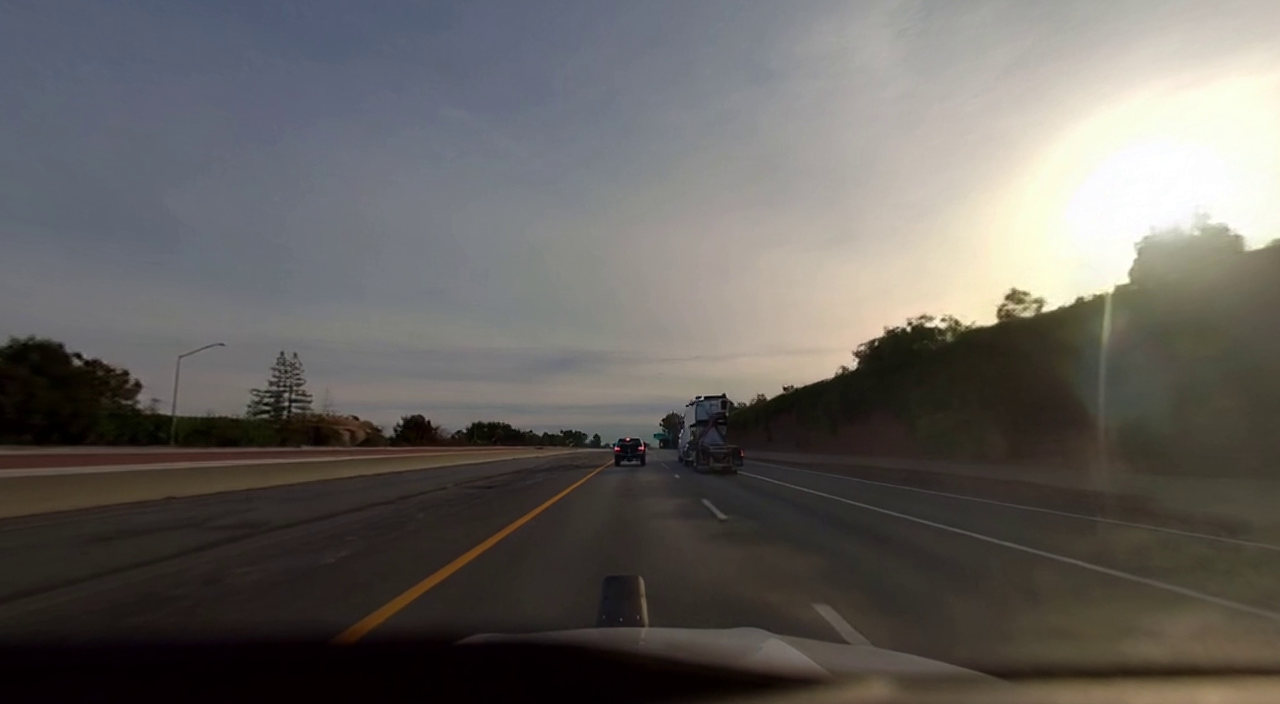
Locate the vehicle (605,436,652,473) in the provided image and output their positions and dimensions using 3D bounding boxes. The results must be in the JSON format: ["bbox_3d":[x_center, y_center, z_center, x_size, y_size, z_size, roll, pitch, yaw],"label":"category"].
[{"bbox_3d":[-0.476,5.054,31.102,2.142,1.664,4.076,0,-9,1],"label":"vehicle"}]

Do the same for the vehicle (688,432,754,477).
[{"bbox_3d":[3.522,4.595,28.323,2.269,1.839,4.554,1,-9,-1],"label":"vehicle"}]
